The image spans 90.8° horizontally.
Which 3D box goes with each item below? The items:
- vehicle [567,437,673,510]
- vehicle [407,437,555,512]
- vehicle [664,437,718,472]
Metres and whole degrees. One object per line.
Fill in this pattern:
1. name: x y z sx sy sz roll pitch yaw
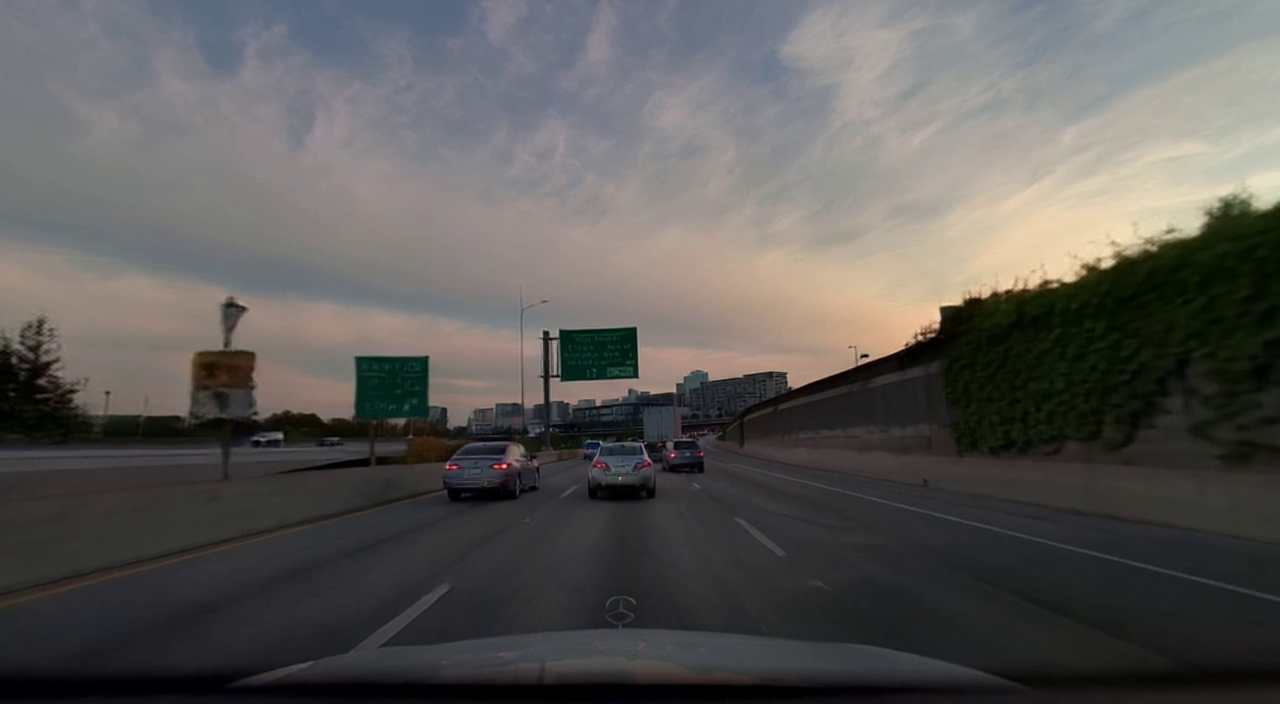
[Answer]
1. vehicle: -0.361 2.770 14.814 2.136 1.470 3.971 -1 -9 1
2. vehicle: -3.514 2.832 15.140 2.130 1.474 5.027 -1 -9 2
3. vehicle: 2.567 5.319 32.935 2.166 1.666 4.618 0 -9 -3
